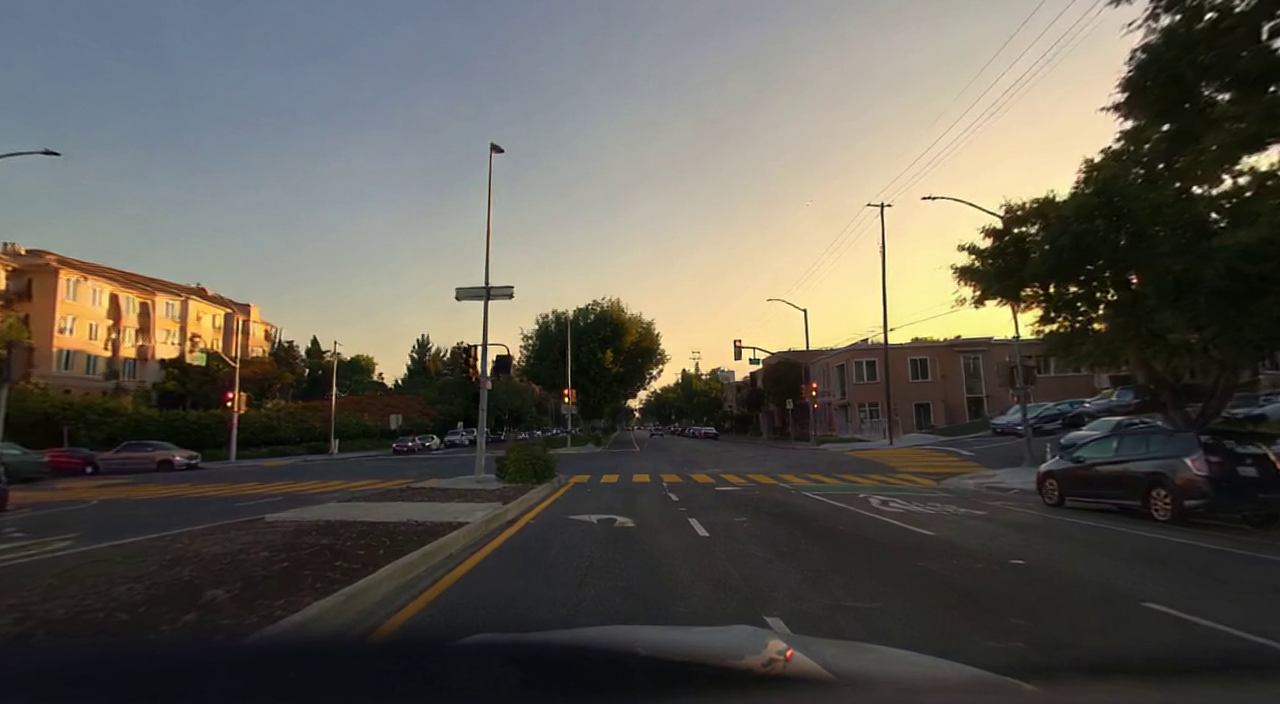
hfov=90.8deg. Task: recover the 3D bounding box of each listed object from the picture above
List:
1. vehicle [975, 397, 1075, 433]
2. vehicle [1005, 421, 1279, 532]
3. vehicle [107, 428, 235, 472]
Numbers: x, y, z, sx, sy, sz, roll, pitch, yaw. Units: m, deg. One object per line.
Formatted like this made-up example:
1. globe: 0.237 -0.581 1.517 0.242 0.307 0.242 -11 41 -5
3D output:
1. vehicle: 22.029 3.577 36.233 4.531 1.753 1.964 -2 -2 -5
2. vehicle: 9.525 2.290 12.279 1.998 1.725 4.564 0 -8 -1
3. vehicle: -26.132 5.473 35.344 5.229 2.299 2.366 0 -8 1
